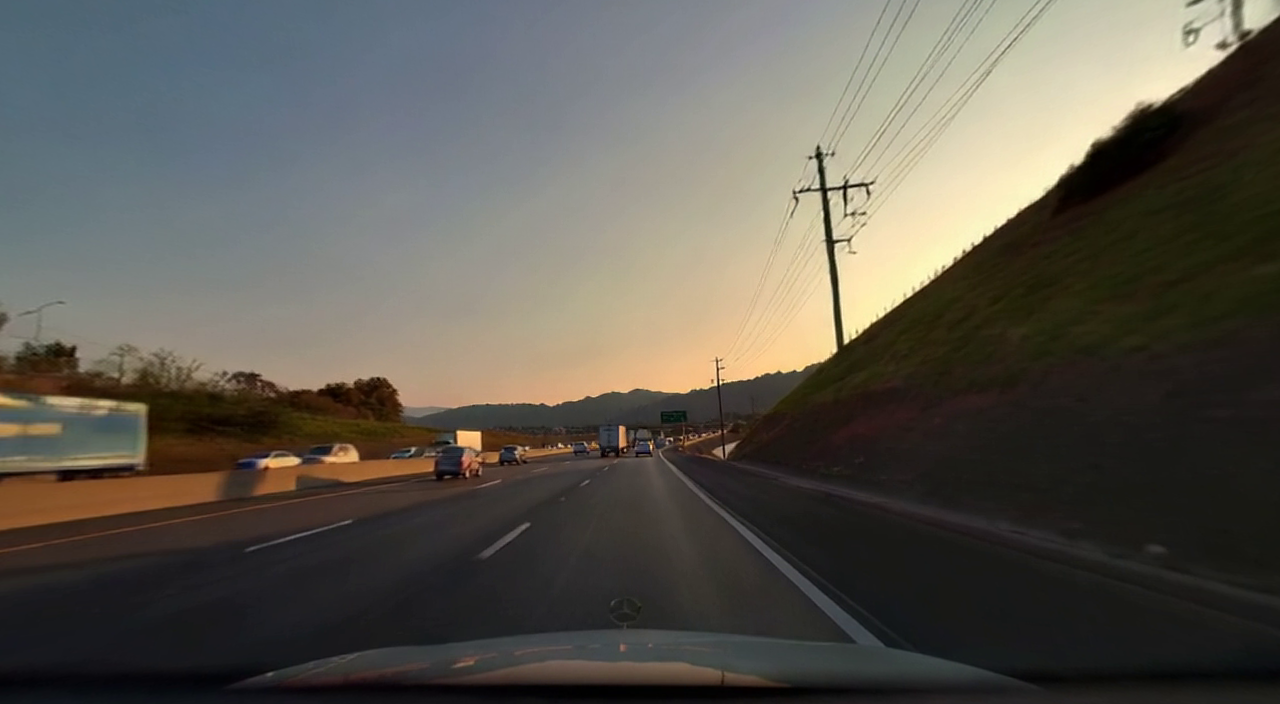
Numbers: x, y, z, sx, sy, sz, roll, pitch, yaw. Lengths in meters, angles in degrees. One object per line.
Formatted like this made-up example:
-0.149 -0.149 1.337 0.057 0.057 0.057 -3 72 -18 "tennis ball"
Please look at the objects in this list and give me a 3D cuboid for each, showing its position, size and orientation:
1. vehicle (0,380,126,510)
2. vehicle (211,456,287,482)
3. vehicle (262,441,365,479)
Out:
-20.936 2.873 19.430 2.897 3.919 8.383 0 -8 0 "vehicle"
-24.544 7.338 39.818 1.807 1.477 4.711 0 -8 0 "vehicle"
-17.221 5.695 33.705 2.334 1.816 5.715 0 -8 1 "vehicle"
